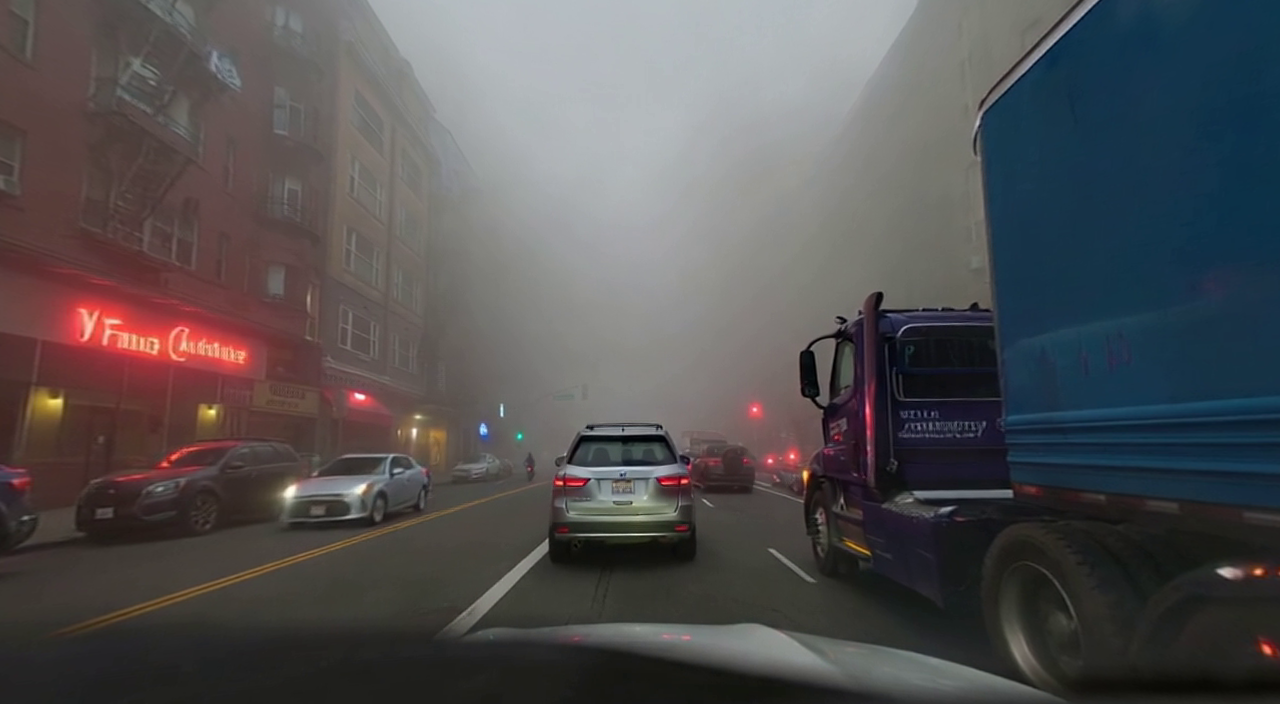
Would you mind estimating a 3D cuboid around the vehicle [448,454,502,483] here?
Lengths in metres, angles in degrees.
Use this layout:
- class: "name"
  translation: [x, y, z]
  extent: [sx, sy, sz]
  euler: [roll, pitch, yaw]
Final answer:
- class: "vehicle"
  translation: [-8.715, 6.187, 33.719]
  extent: [1.805, 1.379, 4.359]
  euler: [0, -9, -1]

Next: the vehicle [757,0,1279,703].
- class: "vehicle"
  translation: [2.917, 0.004, 2.672]
  extent: [2.913, 3.771, 9.716]
  euler: [0, -9, 0]

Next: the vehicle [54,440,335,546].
- class: "vehicle"
  translation: [-8.835, 2.791, 13.364]
  extent: [2.065, 1.758, 5.144]
  euler: [-1, -9, 2]

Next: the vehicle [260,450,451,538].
- class: "vehicle"
  translation: [-5.635, 2.815, 13.267]
  extent: [1.997, 1.467, 4.373]
  euler: [-1, -9, 0]

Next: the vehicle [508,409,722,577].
- class: "vehicle"
  translation: [-0.255, 1.861, 9.130]
  extent: [2.283, 1.783, 4.548]
  euler: [0, -9, 0]
